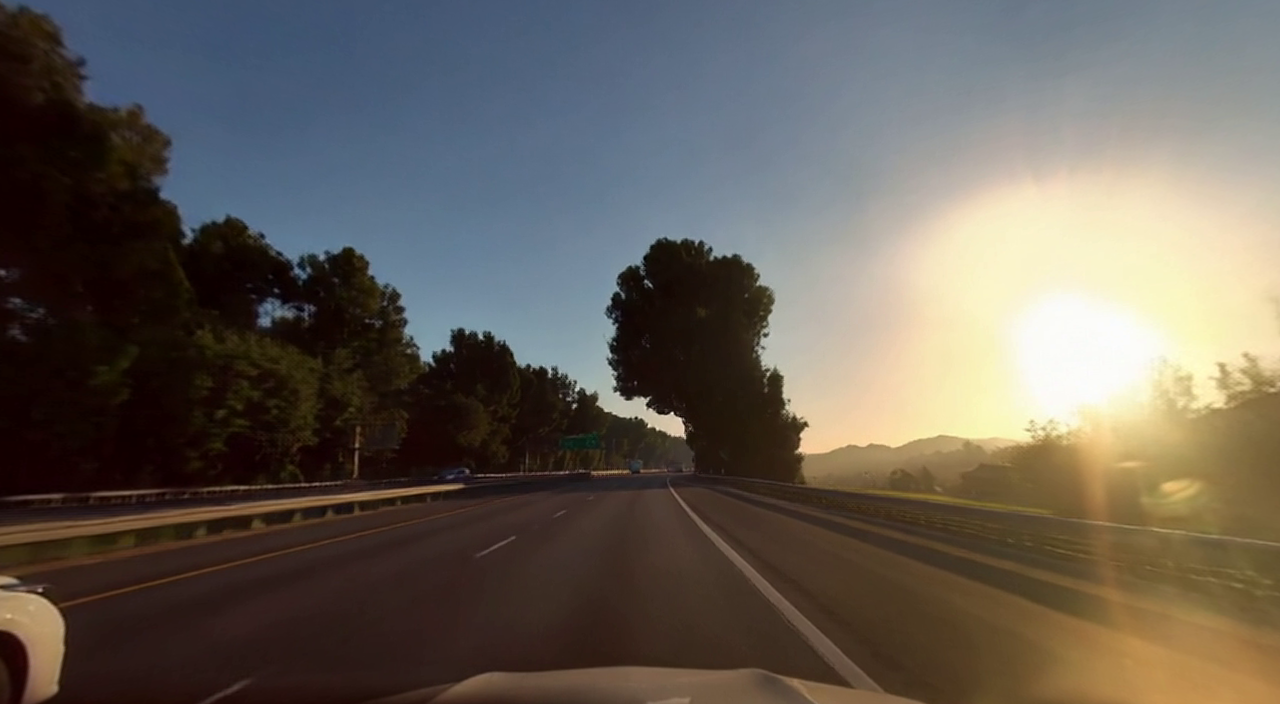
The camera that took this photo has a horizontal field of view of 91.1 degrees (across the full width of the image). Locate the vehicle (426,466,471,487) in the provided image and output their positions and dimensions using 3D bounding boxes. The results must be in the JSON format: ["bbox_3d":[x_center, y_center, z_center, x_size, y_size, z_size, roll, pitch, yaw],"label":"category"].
[{"bbox_3d":[-15.177,9.938,49.979,1.950,1.526,4.557,2,-12,2],"label":"vehicle"}]
